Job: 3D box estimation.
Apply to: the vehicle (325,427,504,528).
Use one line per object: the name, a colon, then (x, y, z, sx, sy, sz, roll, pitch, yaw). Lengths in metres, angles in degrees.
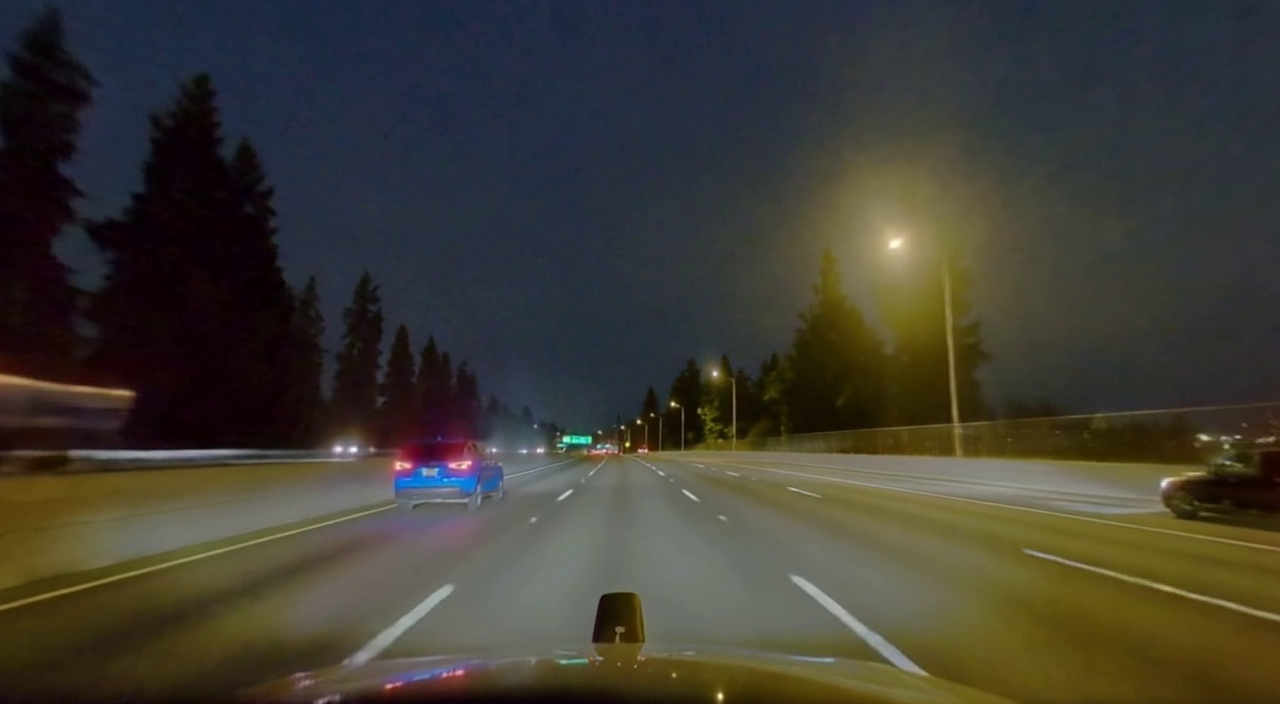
vehicle: (-4.127, 2.362, 12.265, 2.071, 1.615, 3.868, 0, -9, 0)

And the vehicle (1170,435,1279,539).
vehicle: (10.038, 1.890, 8.748, 1.853, 1.463, 3.780, 0, -9, -1)
